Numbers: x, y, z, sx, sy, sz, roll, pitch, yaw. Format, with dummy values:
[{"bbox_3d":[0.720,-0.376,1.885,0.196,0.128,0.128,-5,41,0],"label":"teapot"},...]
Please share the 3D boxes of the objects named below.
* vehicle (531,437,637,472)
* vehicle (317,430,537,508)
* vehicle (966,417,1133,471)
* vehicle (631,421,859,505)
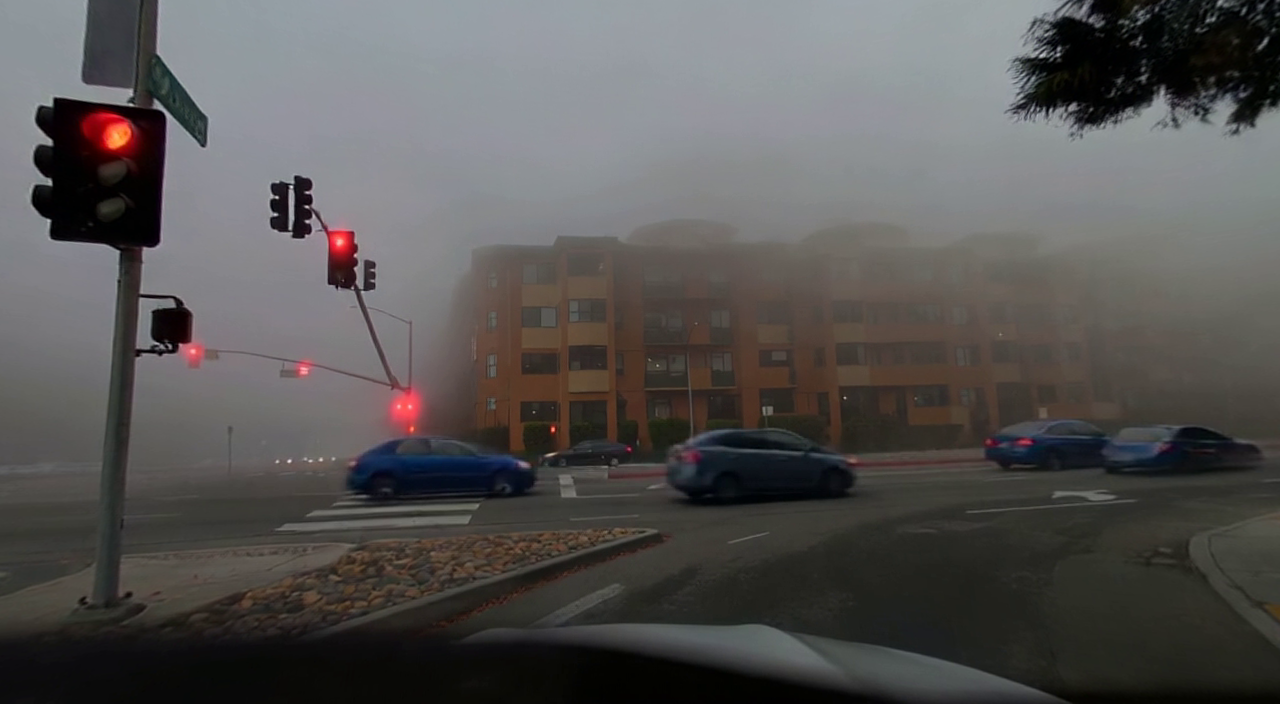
[{"bbox_3d":[-2.462,4.466,27.588,4.289,1.415,1.774,2,-9,-17],"label":"vehicle"},{"bbox_3d":[-4.997,2.770,15.344,4.711,1.688,1.915,2,-9,-16],"label":"vehicle"},{"bbox_3d":[13.708,3.082,21.162,4.719,1.671,1.985,2,-9,-16],"label":"vehicle"},{"bbox_3d":[2.270,2.417,14.083,4.581,1.650,1.958,2,-9,-16],"label":"vehicle"}]
